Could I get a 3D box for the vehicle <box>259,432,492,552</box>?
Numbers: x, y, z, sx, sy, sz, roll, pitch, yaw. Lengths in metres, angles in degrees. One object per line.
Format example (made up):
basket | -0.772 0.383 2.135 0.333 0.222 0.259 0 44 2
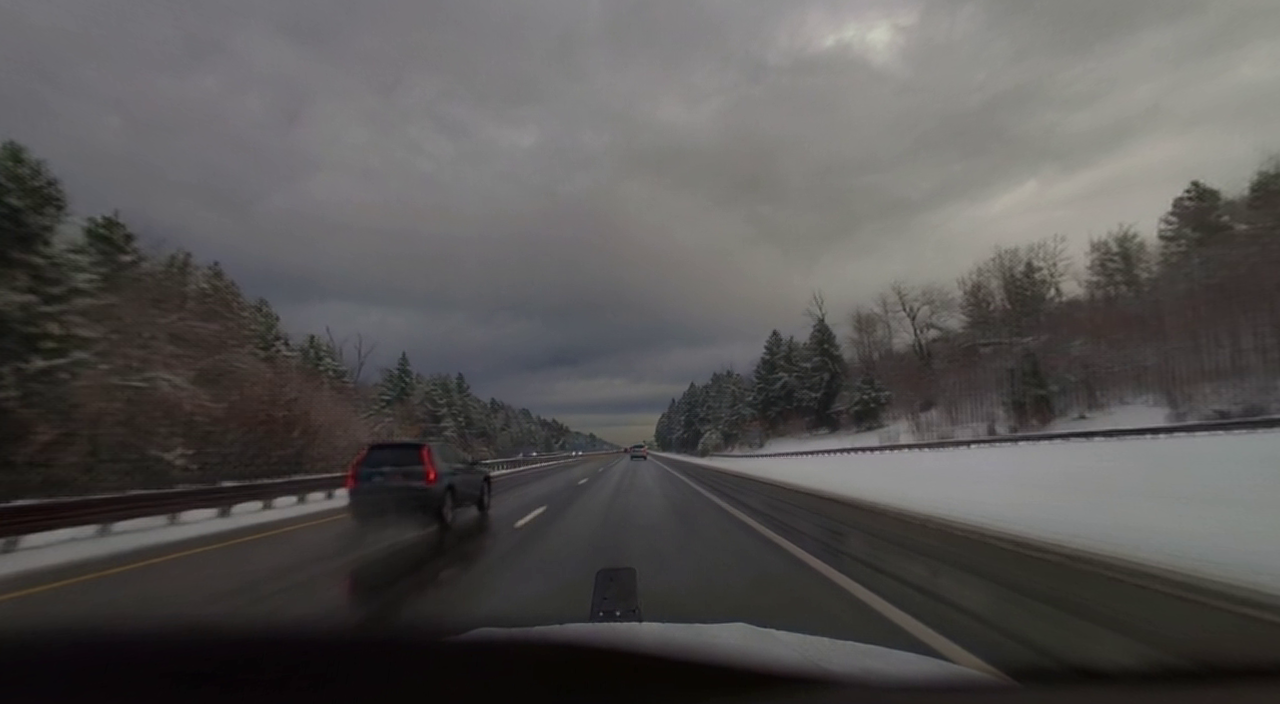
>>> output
vehicle | -4.135 2.258 10.897 1.958 1.587 4.801 0 -9 0
